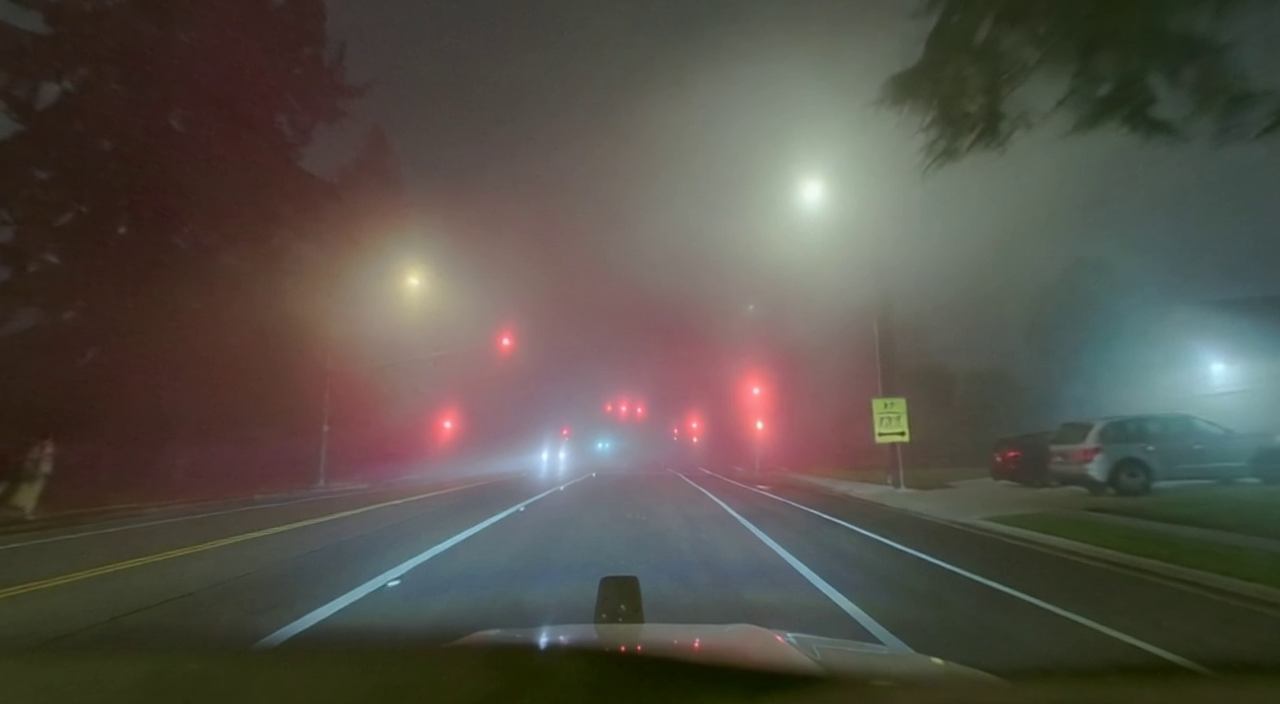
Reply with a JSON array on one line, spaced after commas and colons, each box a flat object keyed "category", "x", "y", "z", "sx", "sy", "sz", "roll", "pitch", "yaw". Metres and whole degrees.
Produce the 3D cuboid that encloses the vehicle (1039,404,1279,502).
[{"category": "vehicle", "x": 10.835, "y": 1.984, "z": 12.576, "sx": 4.423, "sy": 1.779, "sz": 1.883, "roll": 0, "pitch": -8, "yaw": 1}]
